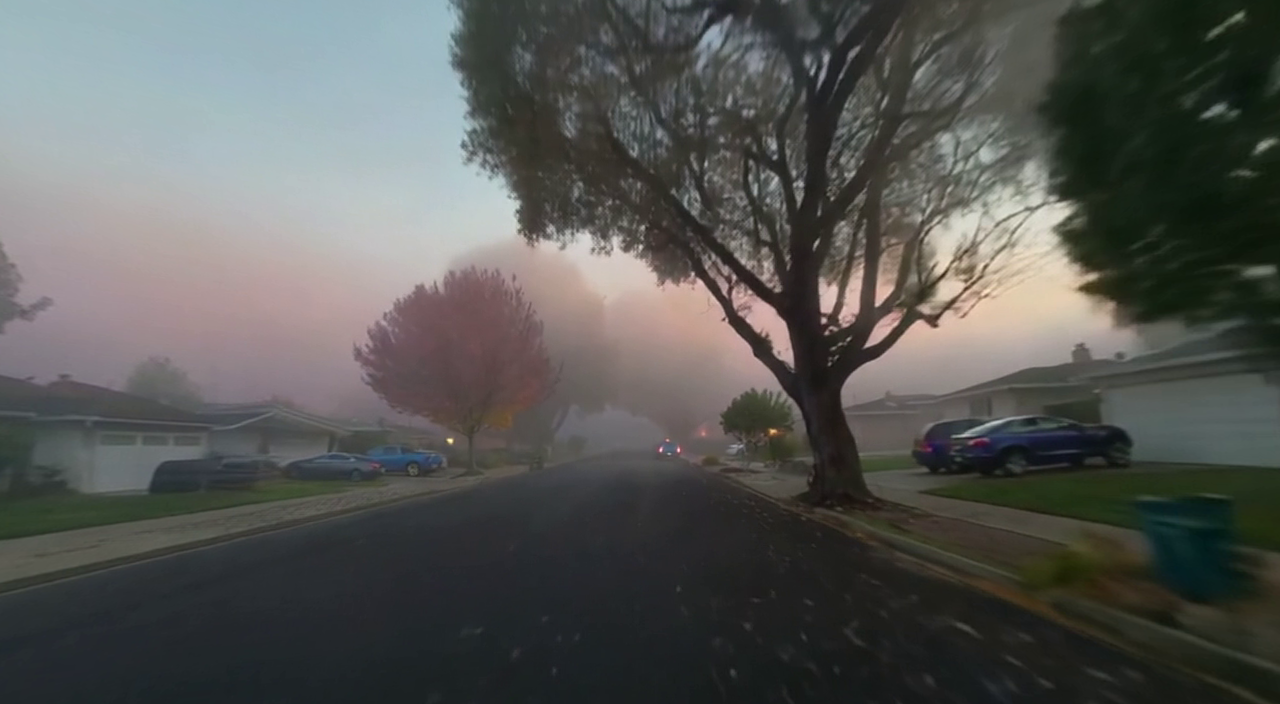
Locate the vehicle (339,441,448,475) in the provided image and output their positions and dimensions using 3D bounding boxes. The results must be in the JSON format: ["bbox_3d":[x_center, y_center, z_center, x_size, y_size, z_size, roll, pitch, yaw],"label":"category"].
[{"bbox_3d":[-13.993,6.036,36.065,5.286,1.847,2.166,0,-9,1],"label":"vehicle"}]

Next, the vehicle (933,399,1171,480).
[{"bbox_3d":[10.636,2.329,16.690,4.582,1.680,2.223,-4,-9,3],"label":"vehicle"}]

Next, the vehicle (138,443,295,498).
[{"bbox_3d":[-13.891,3.872,21.042,1.982,1.596,3.988,-2,-9,12],"label":"vehicle"}]

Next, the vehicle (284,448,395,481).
[{"bbox_3d":[-14.243,5.334,30.144,4.285,1.483,1.954,0,-9,0],"label":"vehicle"}]
